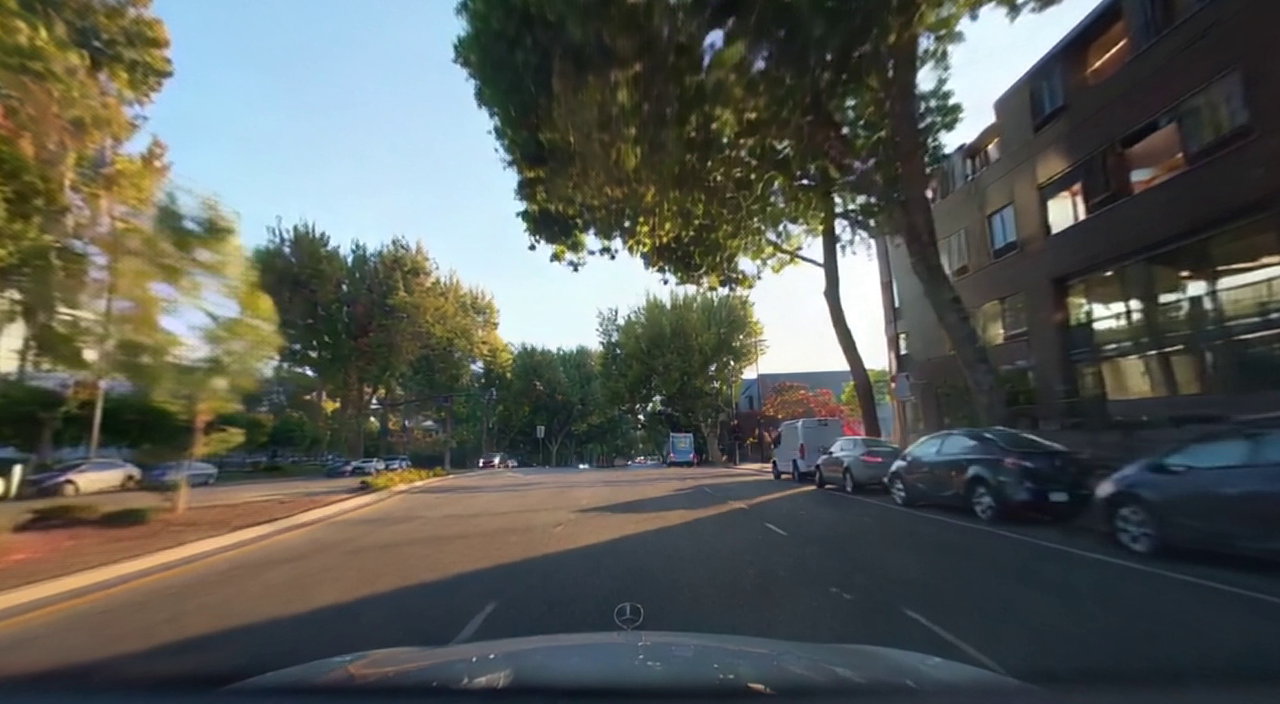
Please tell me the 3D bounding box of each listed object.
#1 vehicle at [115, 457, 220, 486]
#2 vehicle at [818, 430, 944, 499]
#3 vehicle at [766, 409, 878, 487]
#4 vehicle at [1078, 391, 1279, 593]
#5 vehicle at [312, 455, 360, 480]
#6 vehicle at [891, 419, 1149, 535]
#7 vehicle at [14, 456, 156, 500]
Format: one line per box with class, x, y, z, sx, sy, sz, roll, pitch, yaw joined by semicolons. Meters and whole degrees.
vehicle;-25.491;6.460;34.124;4.194;1.471;1.834;0;-9;-1
vehicle;6.992;3.304;18.898;1.889;1.799;4.704;0;-9;0
vehicle;7.150;3.909;25.838;2.391;2.750;6.853;0;-9;-1
vehicle;7.052;1.348;6.165;2.200;1.860;4.511;0;-9;-1
vehicle;-22.470;8.506;46.707;1.875;1.528;3.717;-5;-9;-3
vehicle;7.056;2.362;12.545;2.089;1.788;4.817;1;-9;0
vehicle;-22.292;5.028;25.600;1.922;1.545;4.178;0;-9;1
